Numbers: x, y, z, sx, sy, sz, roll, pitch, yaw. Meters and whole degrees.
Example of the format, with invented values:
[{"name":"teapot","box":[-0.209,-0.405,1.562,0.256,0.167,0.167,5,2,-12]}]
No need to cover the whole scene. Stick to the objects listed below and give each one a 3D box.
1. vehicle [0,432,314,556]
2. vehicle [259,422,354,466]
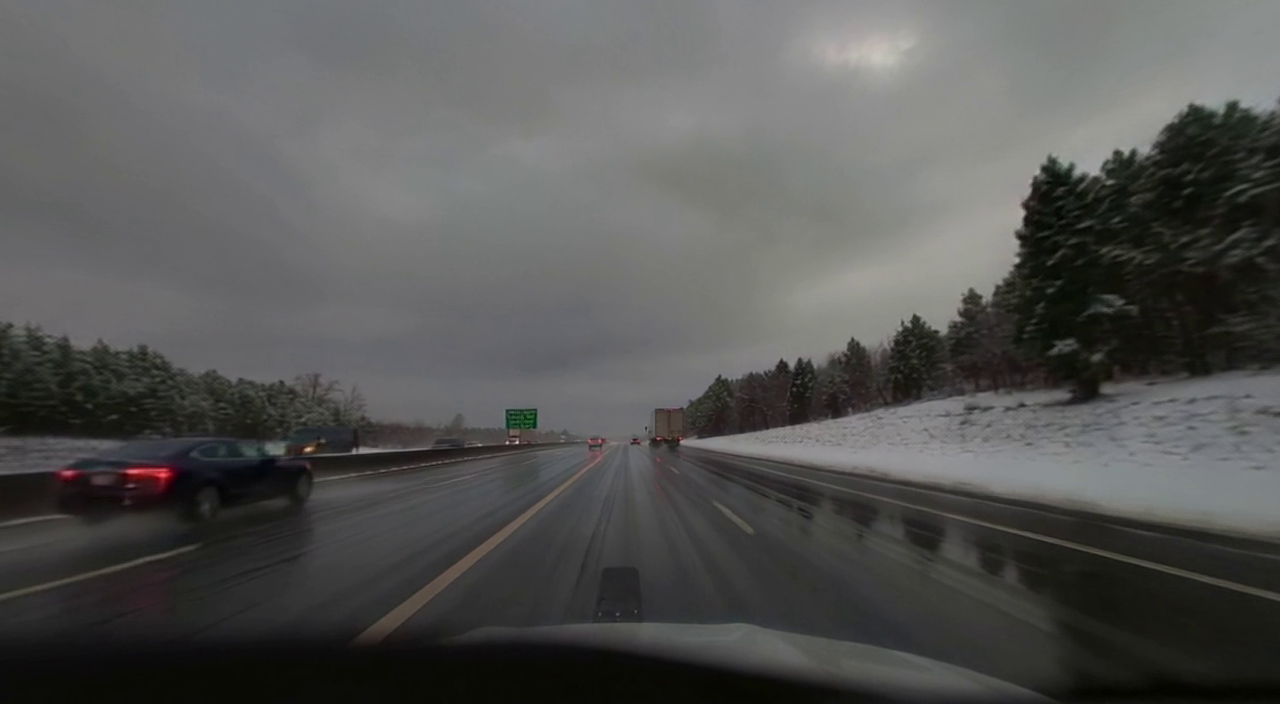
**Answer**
[{"name":"vehicle","box":[-7.155,1.987,9.732,2.018,1.454,4.290,0,-8,-1]},{"name":"vehicle","box":[-23.752,6.579,45.416,2.828,2.928,7.178,0,-8,1]}]
